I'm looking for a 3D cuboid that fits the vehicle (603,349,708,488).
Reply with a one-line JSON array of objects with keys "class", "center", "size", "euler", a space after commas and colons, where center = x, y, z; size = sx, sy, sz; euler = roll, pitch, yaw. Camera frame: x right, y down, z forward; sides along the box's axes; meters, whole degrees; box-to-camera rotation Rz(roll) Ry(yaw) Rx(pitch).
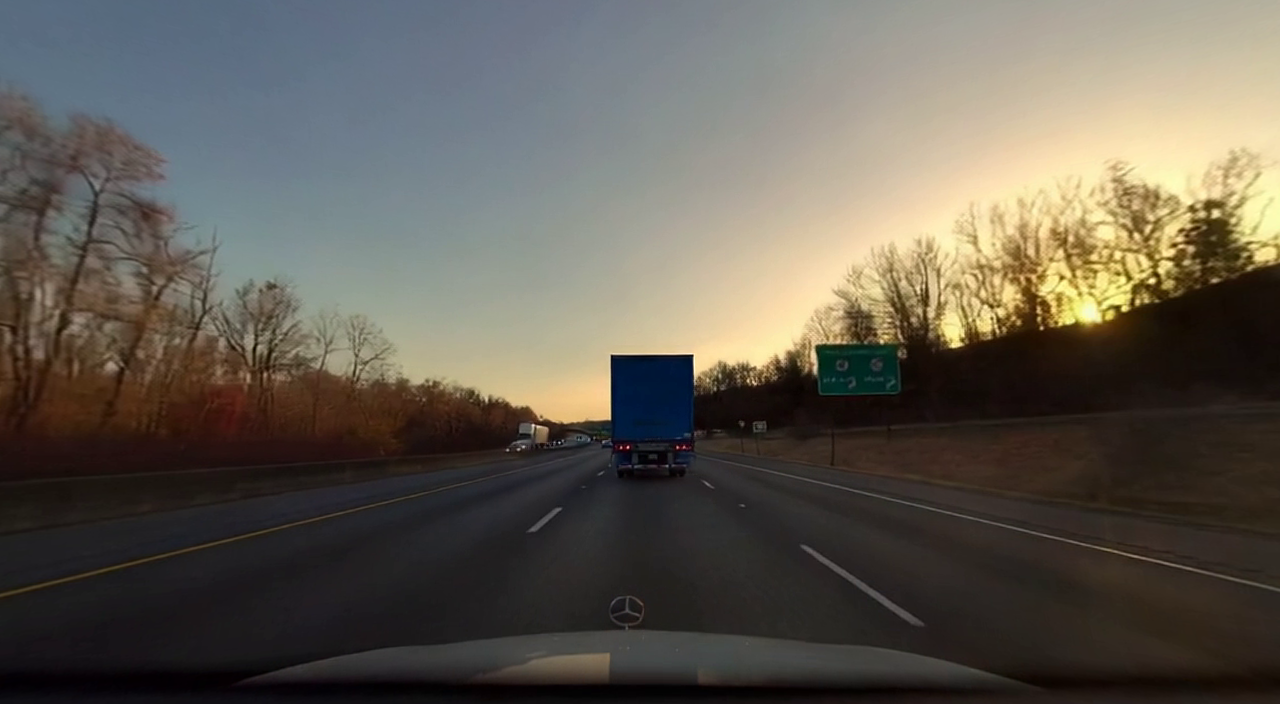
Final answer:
[{"class": "vehicle", "center": [0.458, 2.675, 23.519], "size": [3.010, 4.039, 10.481], "euler": [0, -8, 0]}]
